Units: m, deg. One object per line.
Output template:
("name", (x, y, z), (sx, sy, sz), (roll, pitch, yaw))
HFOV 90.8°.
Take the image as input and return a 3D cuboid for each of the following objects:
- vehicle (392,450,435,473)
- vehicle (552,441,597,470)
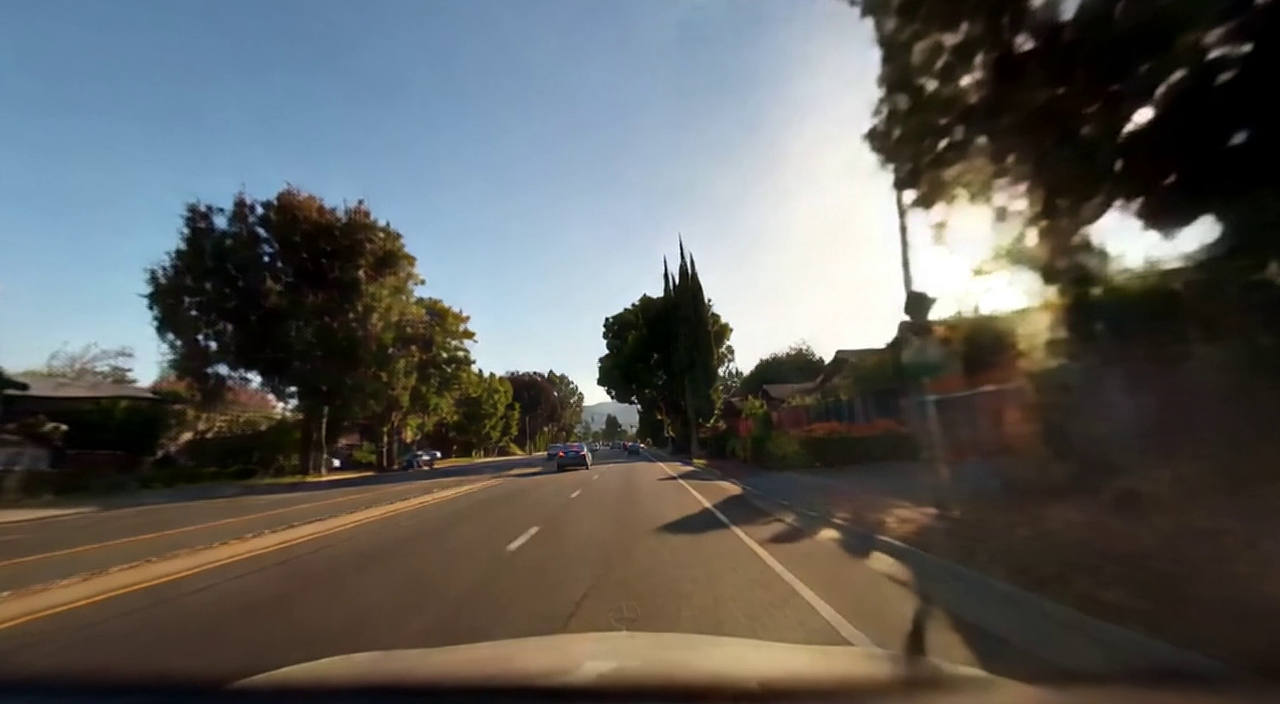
("vehicle", (-17.777, 8.601, 49.793), (1.900, 1.474, 4.431), (-4, -7, -2))
("vehicle", (-3.502, 5.639, 34.554), (1.992, 1.447, 4.044), (0, -8, 0))
